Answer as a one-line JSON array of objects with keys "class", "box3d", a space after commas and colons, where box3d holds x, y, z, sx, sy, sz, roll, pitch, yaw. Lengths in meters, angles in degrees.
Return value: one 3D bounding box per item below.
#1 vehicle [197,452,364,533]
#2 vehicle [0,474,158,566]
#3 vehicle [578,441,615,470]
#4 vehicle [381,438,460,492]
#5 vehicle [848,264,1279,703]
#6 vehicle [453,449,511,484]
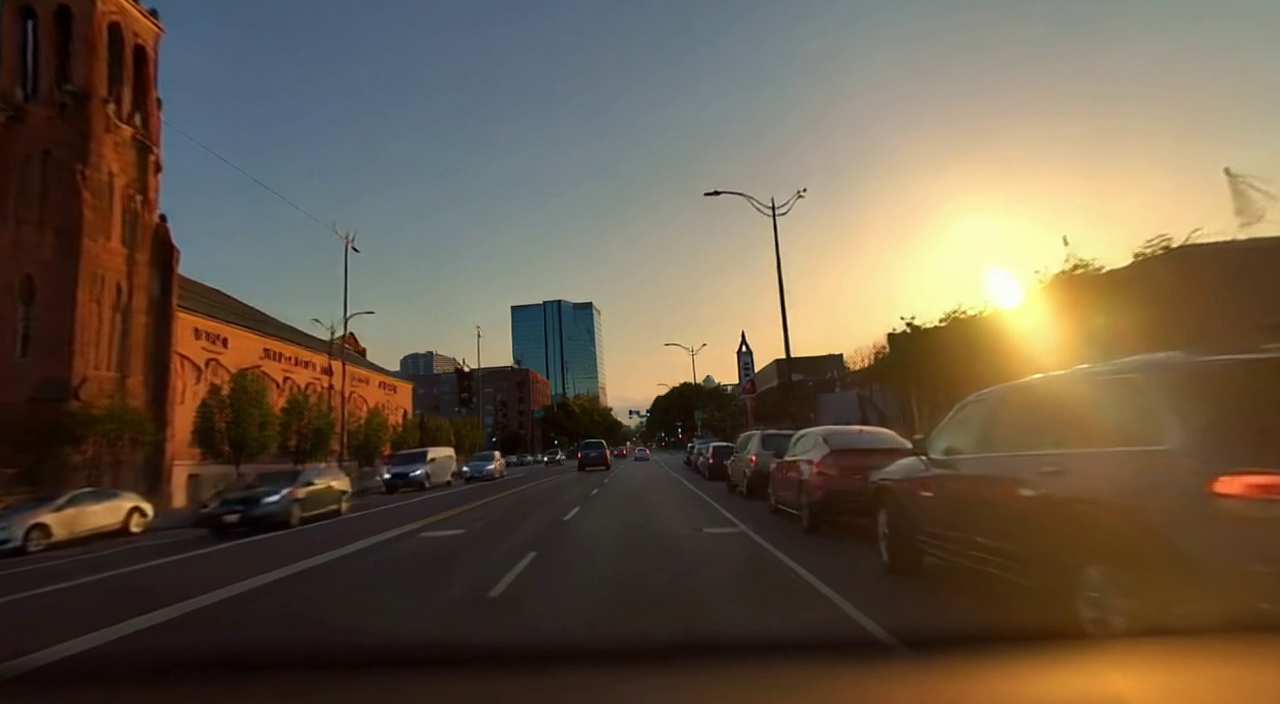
[{"class": "vehicle", "box3d": [-8.915, 3.465, 16.163, 1.842, 1.735, 4.066, 0, -9, 0]}, {"class": "vehicle", "box3d": [-15.469, 4.222, 16.436, 2.014, 1.846, 4.920, 0, -8, -1]}, {"class": "vehicle", "box3d": [-3.098, 7.530, 46.222, 2.293, 1.936, 4.737, 0, -8, 1]}, {"class": "vehicle", "box3d": [-12.225, 6.302, 35.713, 2.410, 2.733, 5.630, 0, -8, 0]}, {"class": "vehicle", "box3d": [3.452, 1.010, 4.622, 2.124, 1.975, 5.131, 0, -8, 0]}, {"class": "vehicle", "box3d": [-8.926, 6.452, 36.042, 2.078, 1.810, 4.568, 0, -9, 1]}]
